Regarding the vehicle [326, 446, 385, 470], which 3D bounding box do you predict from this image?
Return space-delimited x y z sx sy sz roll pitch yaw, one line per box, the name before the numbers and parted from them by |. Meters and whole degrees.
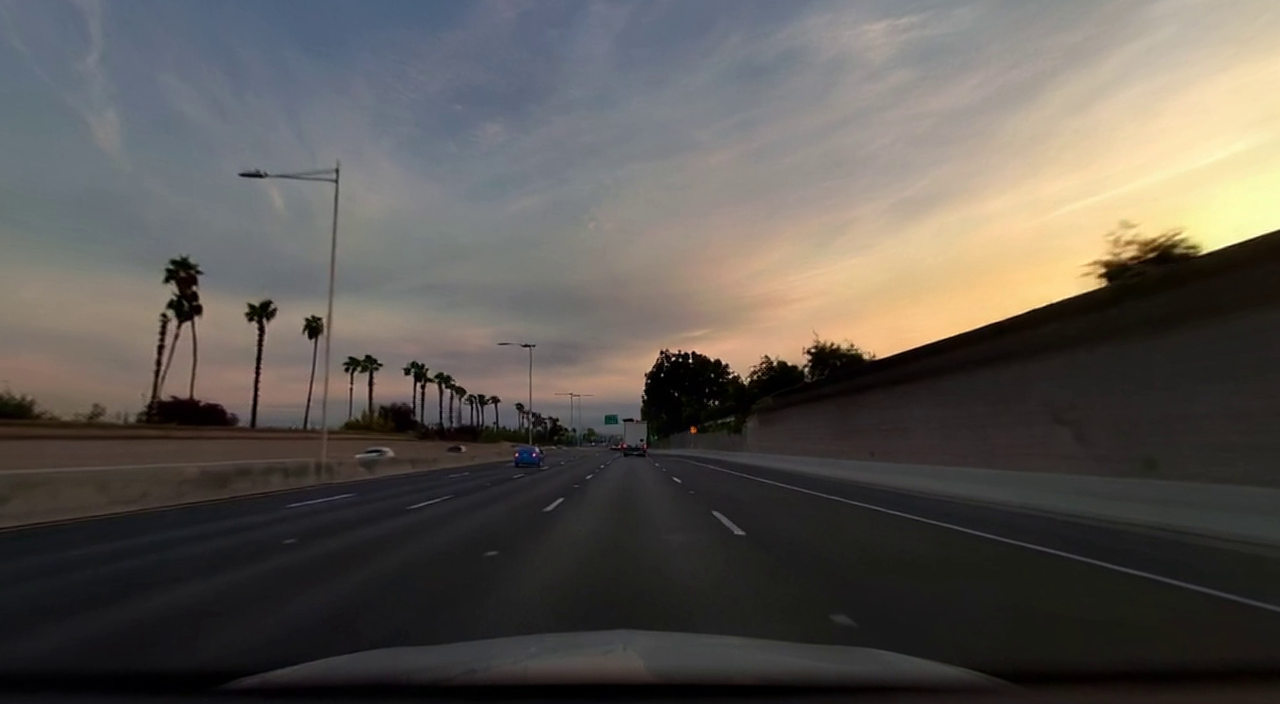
vehicle | -19.795 7.362 44.233 1.988 1.574 4.685 0 -8 0
